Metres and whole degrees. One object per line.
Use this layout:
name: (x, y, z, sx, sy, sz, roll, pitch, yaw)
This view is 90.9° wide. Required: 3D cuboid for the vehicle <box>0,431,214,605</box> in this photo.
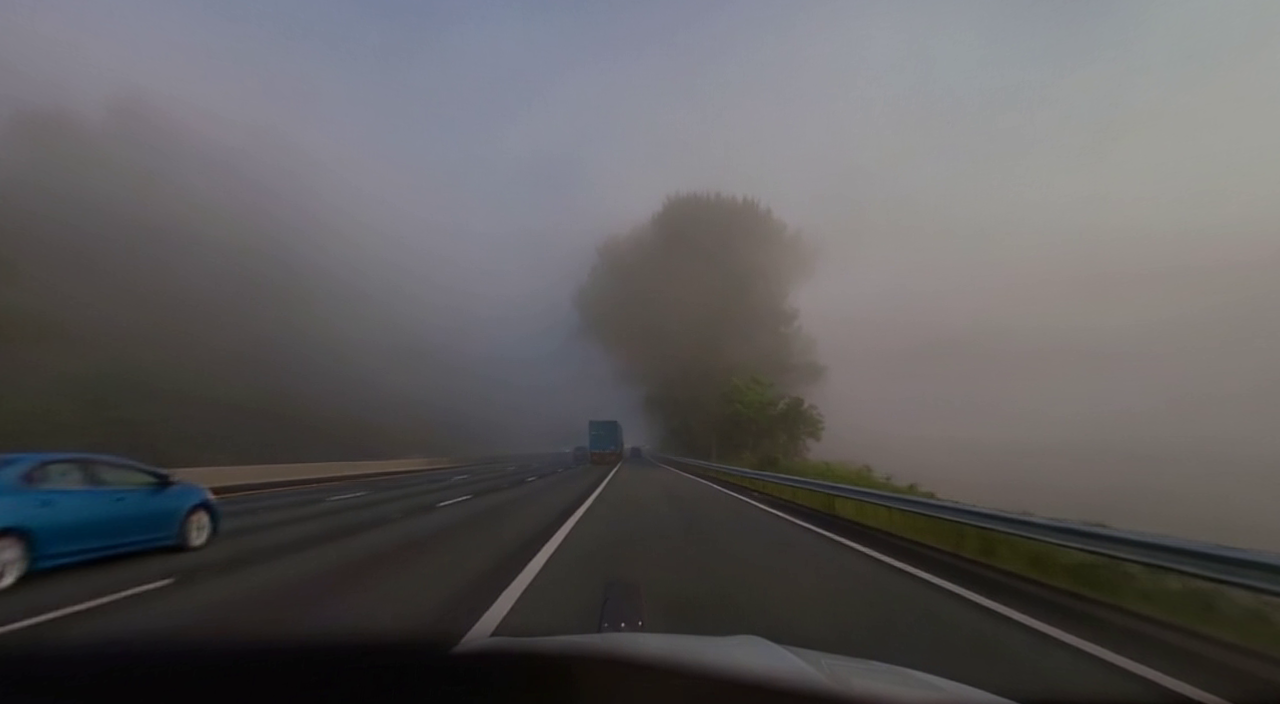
vehicle: (-6.580, 1.531, 5.961, 1.938, 1.507, 4.557, 0, -9, 0)
